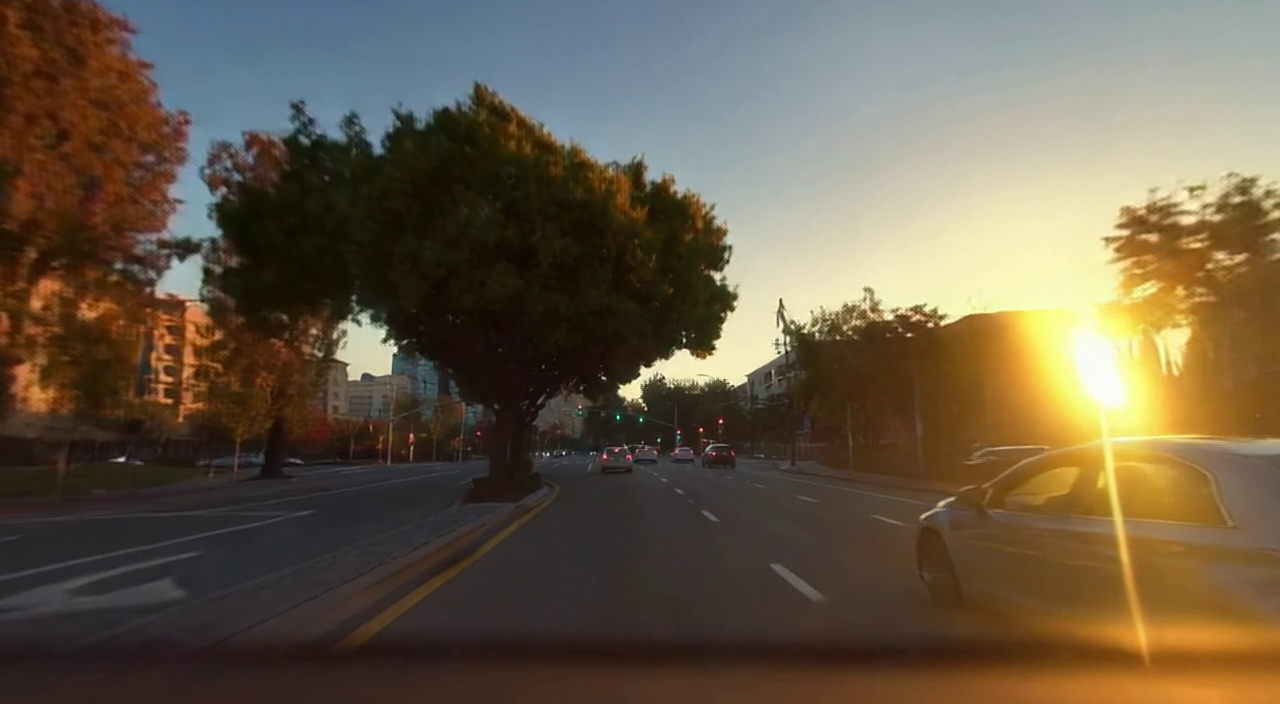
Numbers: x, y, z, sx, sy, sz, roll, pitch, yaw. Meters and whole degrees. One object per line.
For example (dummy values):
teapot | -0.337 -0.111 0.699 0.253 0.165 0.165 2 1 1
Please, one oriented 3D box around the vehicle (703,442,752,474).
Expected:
vehicle | 5.491 6.738 40.367 2.052 1.886 5.297 0 -9 -4

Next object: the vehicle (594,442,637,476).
vehicle | -1.372 5.663 33.612 2.101 1.641 4.341 0 -9 -4

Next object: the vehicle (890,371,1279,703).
vehicle | 3.468 1.112 3.827 1.893 1.664 4.670 0 -9 -1
